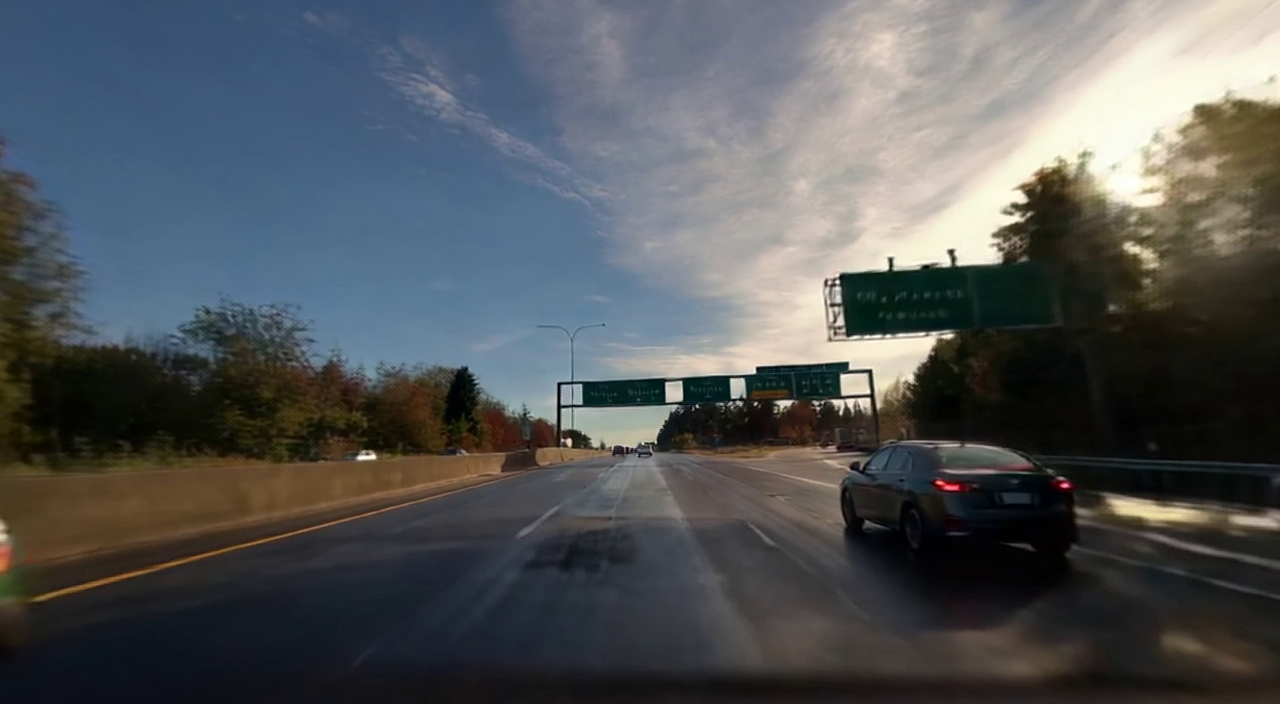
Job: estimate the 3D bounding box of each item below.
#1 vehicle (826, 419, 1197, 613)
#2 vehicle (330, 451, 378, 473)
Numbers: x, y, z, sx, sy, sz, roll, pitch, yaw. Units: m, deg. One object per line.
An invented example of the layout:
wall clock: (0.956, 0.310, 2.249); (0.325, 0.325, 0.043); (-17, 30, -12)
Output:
vehicle: (3.702, 1.667, 7.302); (1.909, 1.599, 3.943); (0, -8, 1)
vehicle: (-22.657, 8.703, 49.957); (1.818, 1.545, 4.256); (0, -8, 0)
